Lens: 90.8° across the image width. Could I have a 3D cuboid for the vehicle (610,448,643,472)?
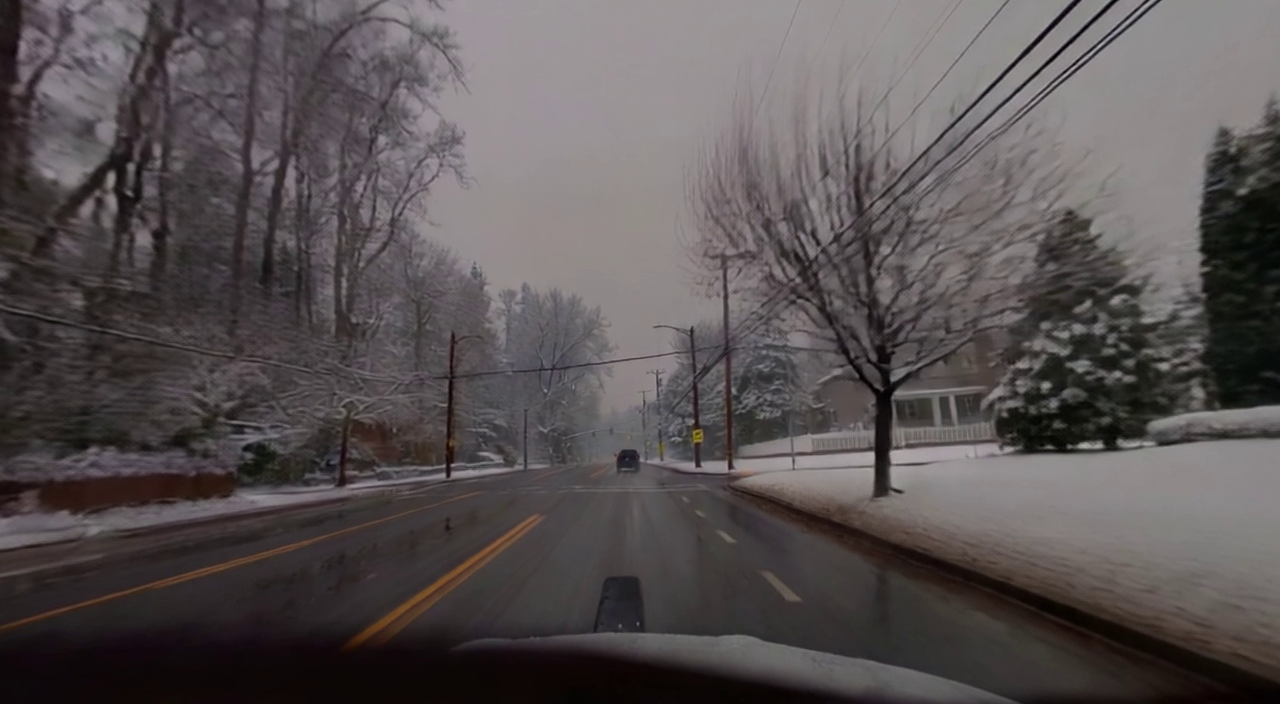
[{"bbox_3d":[-0.910,7.164,42.192,2.104,1.500,3.815,1,-9,-1],"label":"vehicle"}]
